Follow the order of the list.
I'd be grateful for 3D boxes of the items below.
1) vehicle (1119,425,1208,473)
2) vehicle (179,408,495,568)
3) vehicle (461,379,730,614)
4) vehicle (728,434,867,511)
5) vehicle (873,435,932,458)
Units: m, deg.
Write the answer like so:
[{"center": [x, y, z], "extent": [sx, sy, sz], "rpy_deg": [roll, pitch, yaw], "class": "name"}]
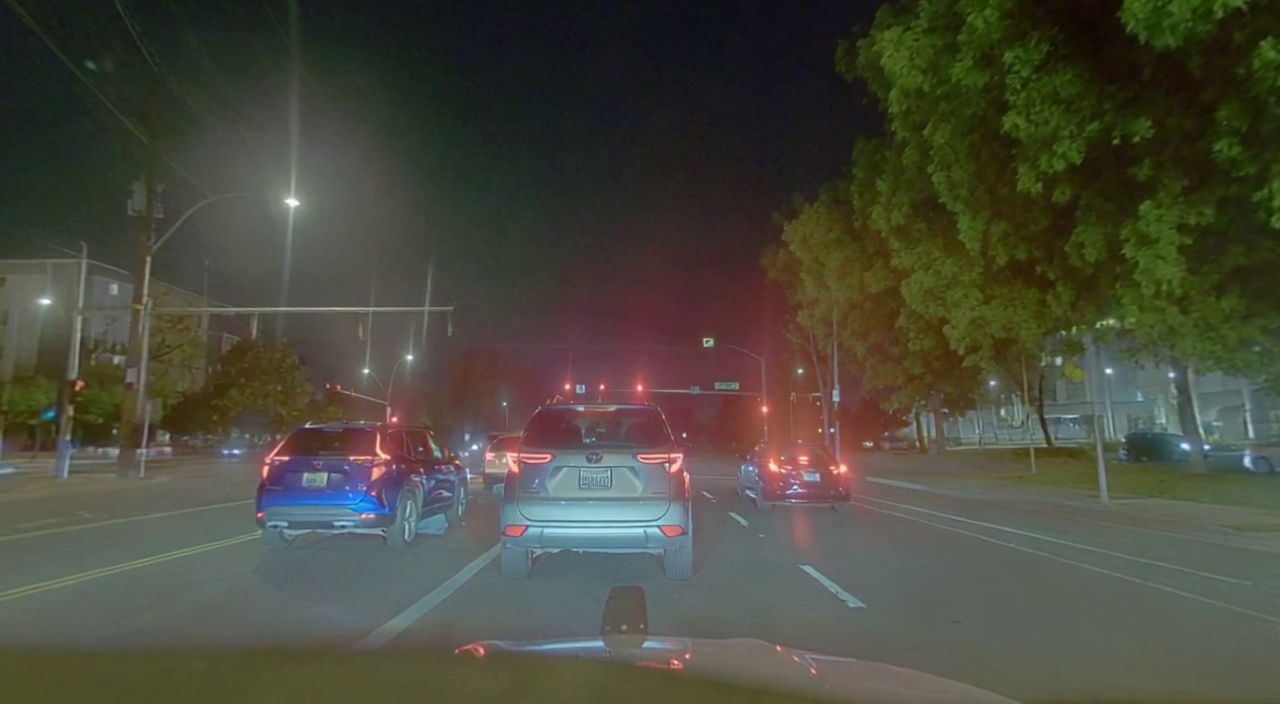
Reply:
[{"center": [19.188, 3.539, 23.029], "extent": [4.215, 1.578, 1.892], "rpy_deg": [8, -12, -44], "class": "vehicle"}, {"center": [-3.718, 1.763, 8.966], "extent": [2.160, 1.666, 4.583], "rpy_deg": [0, -8, 1], "class": "vehicle"}, {"center": [-0.342, 1.430, 7.099], "extent": [2.064, 1.817, 4.298], "rpy_deg": [0, -8, 0], "class": "vehicle"}, {"center": [3.409, 2.696, 14.593], "extent": [2.121, 1.494, 4.208], "rpy_deg": [0, -8, 0], "class": "vehicle"}, {"center": [19.996, 7.193, 47.928], "extent": [4.361, 1.653, 2.034], "rpy_deg": [6, -10, -35], "class": "vehicle"}]
